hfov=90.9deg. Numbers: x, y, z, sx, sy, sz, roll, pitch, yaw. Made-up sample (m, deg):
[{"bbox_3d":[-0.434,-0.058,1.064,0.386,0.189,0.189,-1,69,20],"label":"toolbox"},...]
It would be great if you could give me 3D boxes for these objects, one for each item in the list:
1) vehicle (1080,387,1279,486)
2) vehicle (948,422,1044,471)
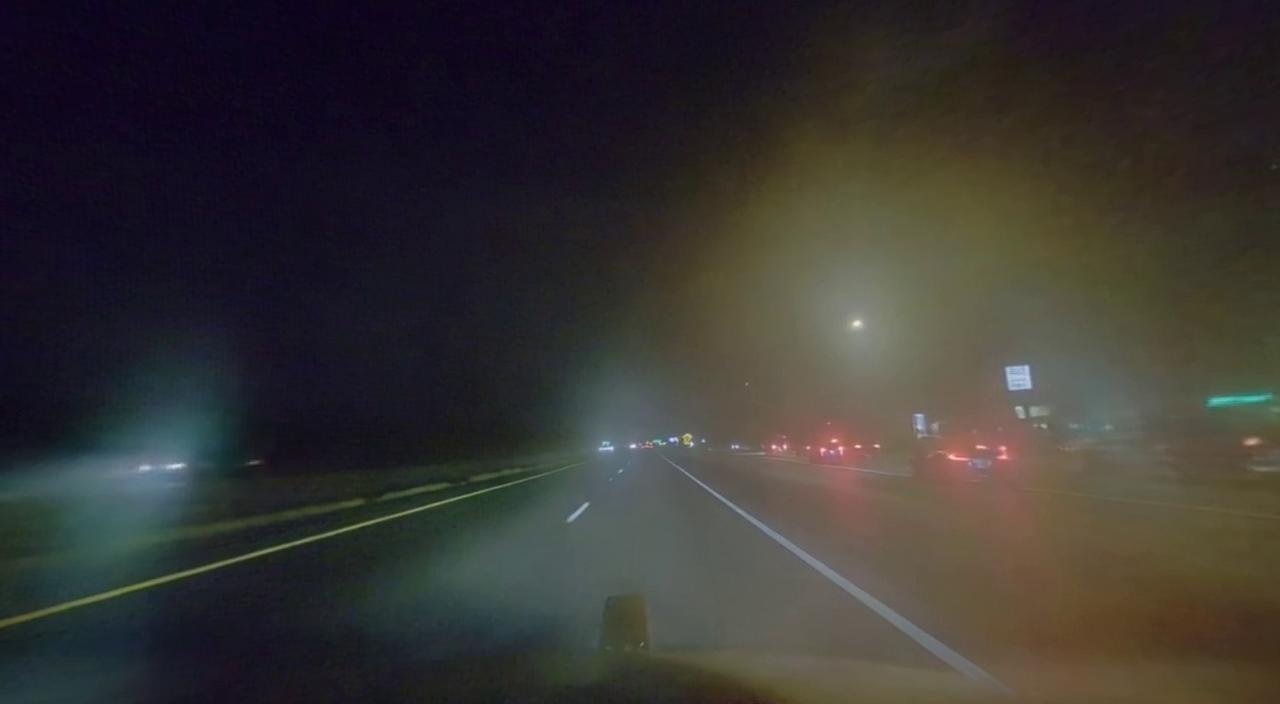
[{"bbox_3d":[27.666,4.366,32.302,3.160,4.297,9.428,0,-9,-1],"label":"vehicle"},{"bbox_3d":[27.717,7.443,49.603,2.898,3.543,7.437,-1,-9,-1],"label":"vehicle"}]
